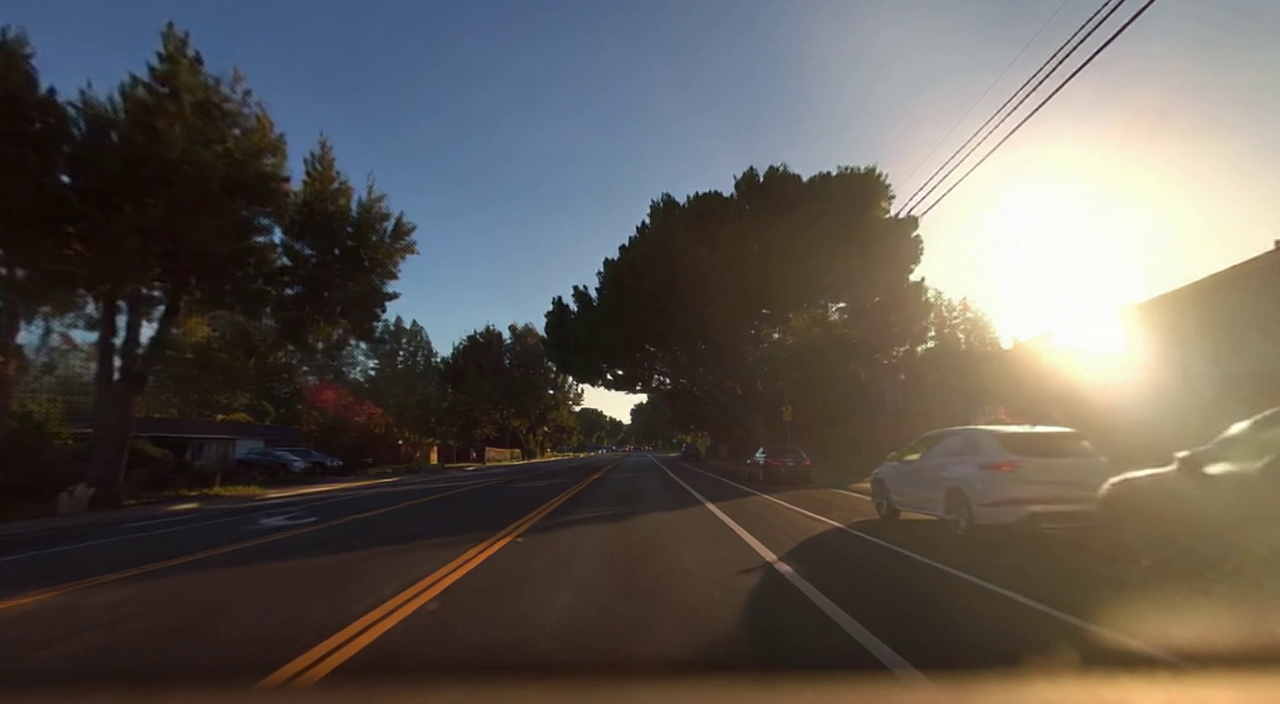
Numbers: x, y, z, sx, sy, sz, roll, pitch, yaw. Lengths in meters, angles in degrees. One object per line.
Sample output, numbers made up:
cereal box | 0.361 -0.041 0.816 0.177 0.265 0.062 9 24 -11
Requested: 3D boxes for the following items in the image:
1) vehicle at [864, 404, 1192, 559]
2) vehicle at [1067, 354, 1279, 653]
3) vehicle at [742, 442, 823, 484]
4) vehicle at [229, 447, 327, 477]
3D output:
vehicle | 5.236 1.812 9.499 2.047 1.752 4.538 0 -9 1
vehicle | 4.977 0.848 3.345 2.160 1.800 4.646 0 -9 1
vehicle | 5.376 4.230 24.358 1.935 1.453 4.488 0 -9 -2
vehicle | -21.800 6.624 38.106 4.610 1.721 2.019 0 -9 -2
